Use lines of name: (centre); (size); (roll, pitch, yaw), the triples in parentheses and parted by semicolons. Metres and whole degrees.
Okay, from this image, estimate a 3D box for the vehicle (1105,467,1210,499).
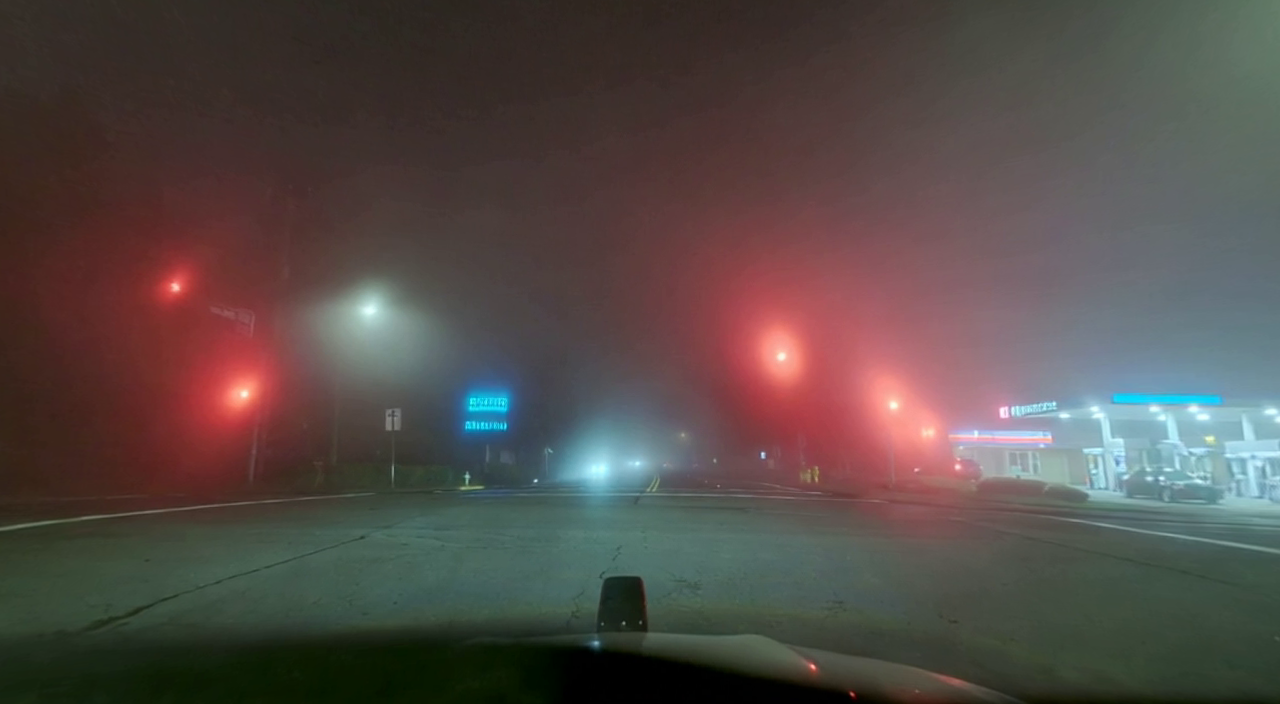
vehicle: (28.028, 7.072, 34.347); (1.897, 1.466, 4.211); (1, -8, -6)
